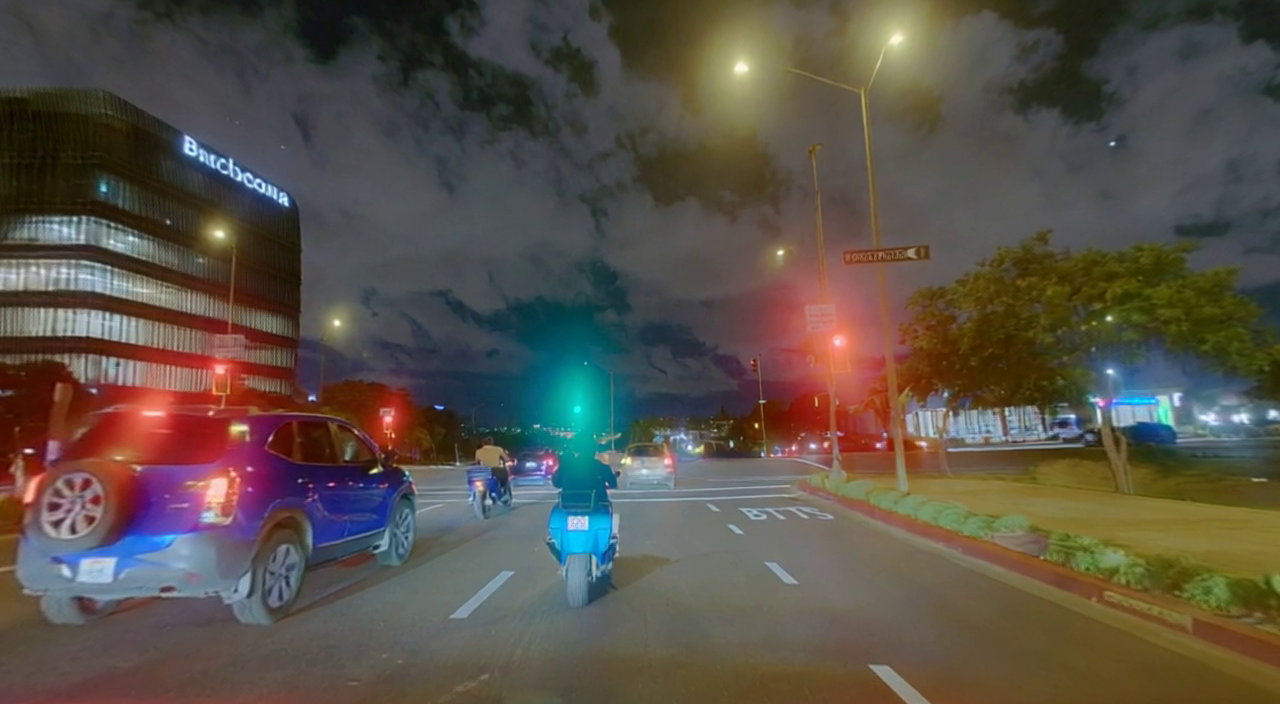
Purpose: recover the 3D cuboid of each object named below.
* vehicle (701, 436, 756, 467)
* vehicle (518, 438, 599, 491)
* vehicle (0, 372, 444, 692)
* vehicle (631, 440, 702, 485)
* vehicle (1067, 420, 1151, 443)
[{"bbox_3d":[5.206,5.754,36.550,2.082,1.671,3.992,-4,-9,25],"label":"vehicle"},{"bbox_3d":[-2.706,3.849,21.847,1.935,1.615,4.073,-1,-8,5],"label":"vehicle"},{"bbox_3d":[-3.575,1.343,5.853,2.000,1.809,4.405,0,-8,1],"label":"vehicle"},{"bbox_3d":[1.071,3.944,22.728,2.025,1.458,4.085,-2,-9,10],"label":"vehicle"},{"bbox_3d":[30.696,5.237,41.171,1.751,1.420,4.027,8,-12,-42],"label":"vehicle"}]
